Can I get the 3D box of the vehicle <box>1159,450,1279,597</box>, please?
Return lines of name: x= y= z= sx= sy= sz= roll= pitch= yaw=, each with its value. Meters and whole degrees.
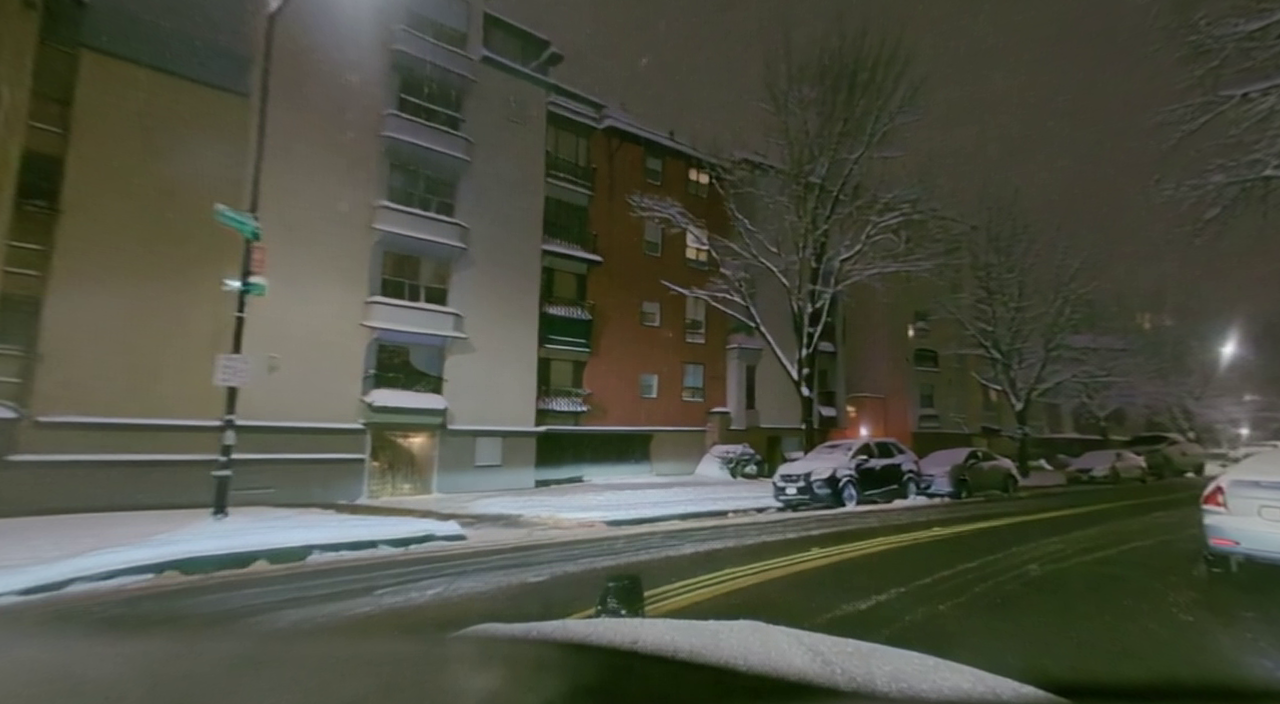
vehicle: x=8.341 y=1.894 z=7.497 sx=4.634 sy=1.424 sz=1.966 roll=6 pitch=-10 yaw=-33

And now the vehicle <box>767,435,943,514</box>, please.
vehicle: x=5.632 y=3.085 z=16.362 sx=4.584 sy=1.744 sz=1.946 roll=6 pitch=-11 yaw=-36

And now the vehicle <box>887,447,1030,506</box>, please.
vehicle: x=9.735 y=3.686 z=19.201 sx=4.696 sy=1.478 sz=1.902 roll=5 pitch=-11 yaw=-37

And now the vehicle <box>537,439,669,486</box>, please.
vehicle: x=-1.156 y=3.802 z=22.048 sx=1.812 sy=1.458 sz=4.714 roll=-7 pitch=-11 yaw=40

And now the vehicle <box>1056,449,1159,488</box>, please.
vehicle: x=19.267 y=4.715 z=25.982 sx=4.313 sy=1.463 sz=1.921 roll=6 pitch=-10 yaw=-33
